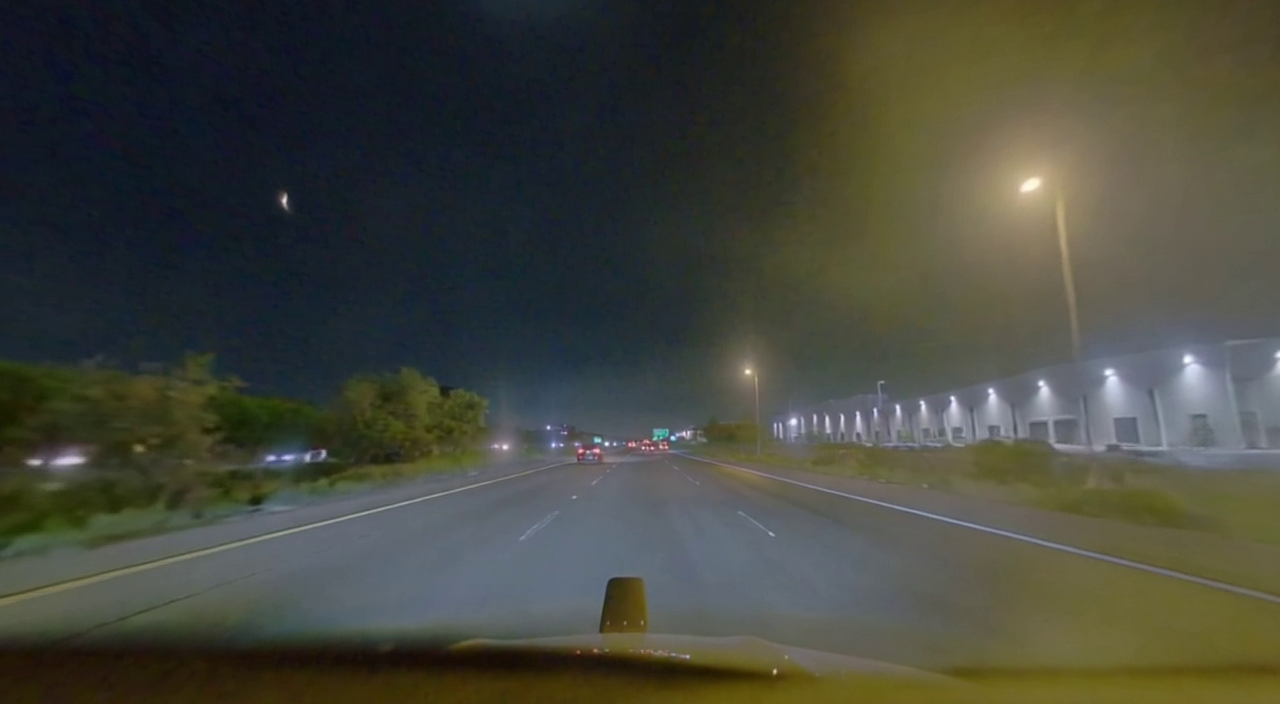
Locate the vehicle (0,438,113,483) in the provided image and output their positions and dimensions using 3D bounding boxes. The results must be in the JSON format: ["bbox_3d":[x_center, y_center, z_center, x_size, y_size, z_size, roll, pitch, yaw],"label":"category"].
[{"bbox_3d":[-28.213,5.070,29.784,2.108,1.920,5.081,0,-9,0],"label":"vehicle"}]

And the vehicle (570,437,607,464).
[{"bbox_3d":[-3.642,7.123,45.562,2.218,1.850,4.774,0,-9,1],"label":"vehicle"}]
